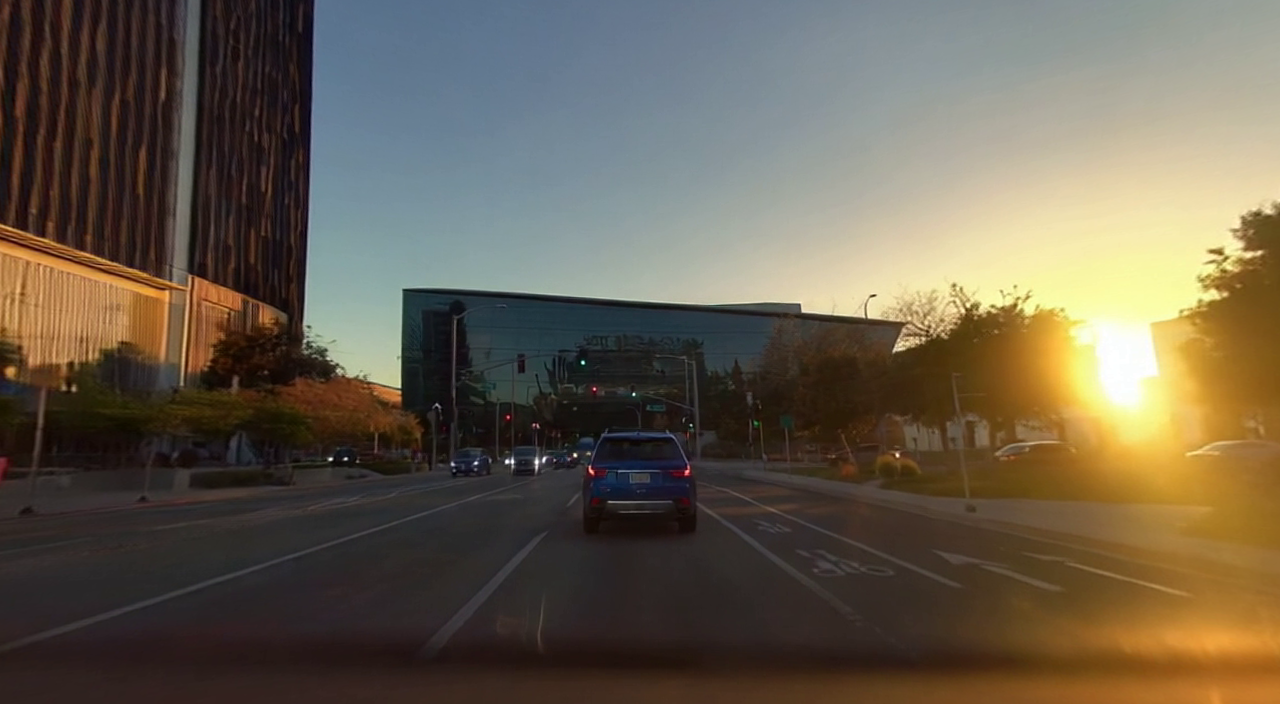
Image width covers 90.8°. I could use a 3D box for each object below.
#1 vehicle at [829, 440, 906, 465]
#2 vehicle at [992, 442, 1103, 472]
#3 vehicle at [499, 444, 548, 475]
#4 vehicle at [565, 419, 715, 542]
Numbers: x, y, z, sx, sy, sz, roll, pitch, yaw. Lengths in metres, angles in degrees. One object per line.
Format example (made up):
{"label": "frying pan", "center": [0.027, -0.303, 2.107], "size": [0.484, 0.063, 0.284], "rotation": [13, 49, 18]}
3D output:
{"label": "vehicle", "center": [15.112, 6.708, 42.164], "size": [4.422, 1.563, 1.751], "rotation": [0, -9, -2]}
{"label": "vehicle", "center": [22.388, 5.763, 34.851], "size": [4.571, 1.558, 2.171], "rotation": [0, -9, -2]}
{"label": "vehicle", "center": [-6.584, 6.101, 36.113], "size": [2.028, 1.655, 4.189], "rotation": [0, -9, -1]}
{"label": "vehicle", "center": [-0.074, 2.175, 11.304], "size": [2.183, 1.765, 4.059], "rotation": [0, -9, -2]}
